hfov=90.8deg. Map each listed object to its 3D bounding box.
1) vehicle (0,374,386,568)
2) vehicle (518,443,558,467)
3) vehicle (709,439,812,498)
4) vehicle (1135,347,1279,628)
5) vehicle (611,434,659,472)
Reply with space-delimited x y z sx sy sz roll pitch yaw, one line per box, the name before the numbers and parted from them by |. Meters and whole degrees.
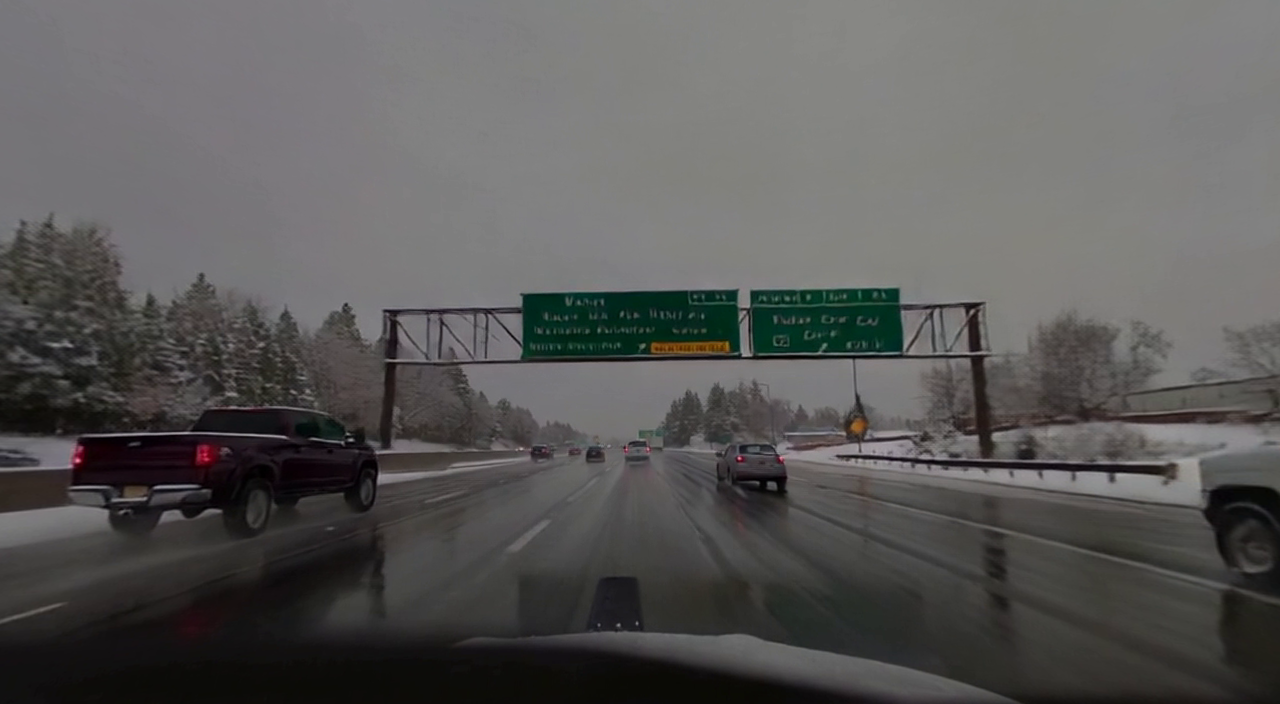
vehicle | -6.402 1.677 9.667 2.444 2.012 6.122 0 -8 0
vehicle | -6.591 6.702 41.241 1.920 1.482 4.385 0 -8 0
vehicle | 3.240 3.236 17.978 2.011 1.462 4.286 0 -8 -1
vehicle | 5.779 0.670 2.574 2.635 1.919 5.907 0 -8 -1
vehicle | -0.230 5.300 33.282 2.323 1.805 4.729 0 -8 0
